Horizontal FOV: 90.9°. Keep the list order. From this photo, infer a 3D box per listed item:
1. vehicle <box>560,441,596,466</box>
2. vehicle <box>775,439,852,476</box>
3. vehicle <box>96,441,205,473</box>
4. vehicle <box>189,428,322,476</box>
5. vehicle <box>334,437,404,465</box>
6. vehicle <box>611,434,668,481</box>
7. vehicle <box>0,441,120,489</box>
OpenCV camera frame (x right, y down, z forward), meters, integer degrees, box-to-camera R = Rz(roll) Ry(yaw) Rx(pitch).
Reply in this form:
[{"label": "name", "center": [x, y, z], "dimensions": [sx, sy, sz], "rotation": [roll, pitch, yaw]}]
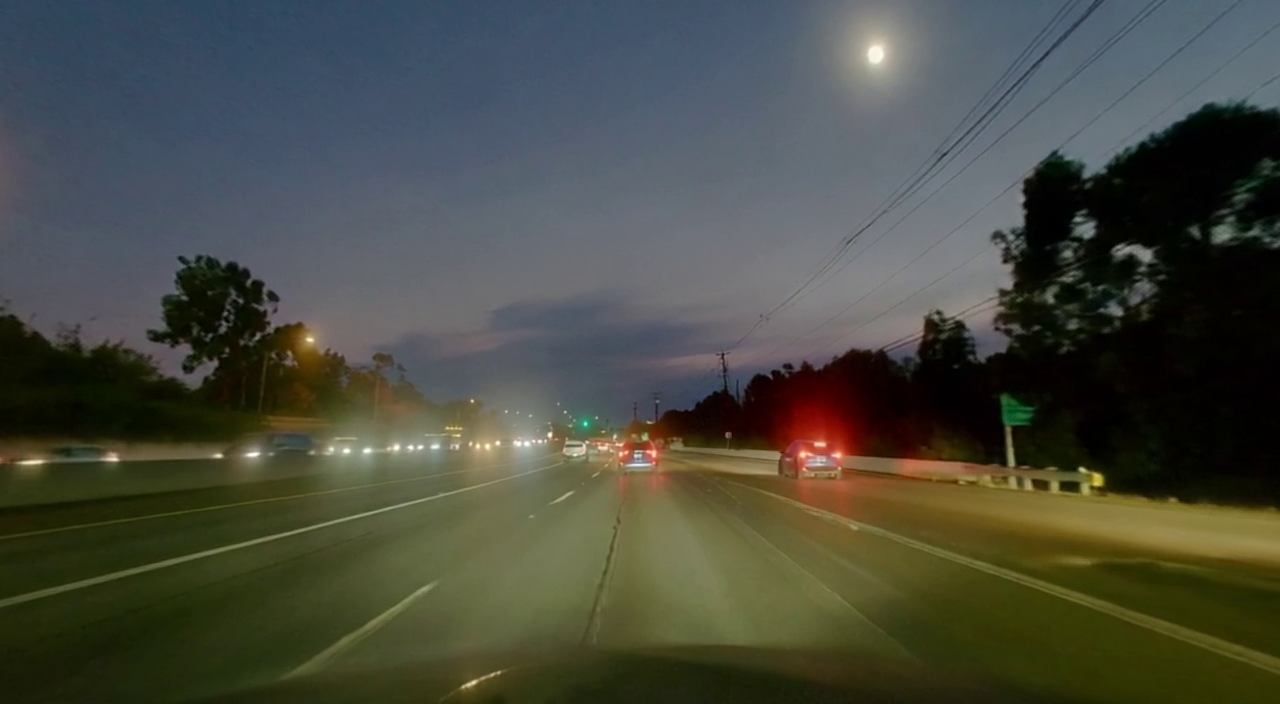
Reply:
[{"label": "vehicle", "center": [-4.273, 7.042, 43.976], "dimensions": [2.130, 1.685, 4.341], "rotation": [0, -8, -1]}, {"label": "vehicle", "center": [8.633, 5.284, 31.883], "dimensions": [2.099, 1.720, 4.829], "rotation": [1, -8, -5]}, {"label": "vehicle", "center": [-23.953, 5.129, 31.094], "dimensions": [1.829, 1.448, 4.421], "rotation": [0, -8, 0]}, {"label": "vehicle", "center": [-16.193, 4.267, 27.056], "dimensions": [2.228, 1.808, 5.608], "rotation": [0, -8, 0]}, {"label": "vehicle", "center": [-16.730, 6.137, 39.239], "dimensions": [2.175, 1.653, 4.993], "rotation": [0, -8, -1]}, {"label": "vehicle", "center": [-0.031, 4.374, 26.359], "dimensions": [2.192, 1.769, 4.287], "rotation": [0, -8, 0]}, {"label": "vehicle", "center": [-20.231, 3.718, 21.102], "dimensions": [1.809, 1.437, 4.395], "rotation": [0, -8, 1]}]
